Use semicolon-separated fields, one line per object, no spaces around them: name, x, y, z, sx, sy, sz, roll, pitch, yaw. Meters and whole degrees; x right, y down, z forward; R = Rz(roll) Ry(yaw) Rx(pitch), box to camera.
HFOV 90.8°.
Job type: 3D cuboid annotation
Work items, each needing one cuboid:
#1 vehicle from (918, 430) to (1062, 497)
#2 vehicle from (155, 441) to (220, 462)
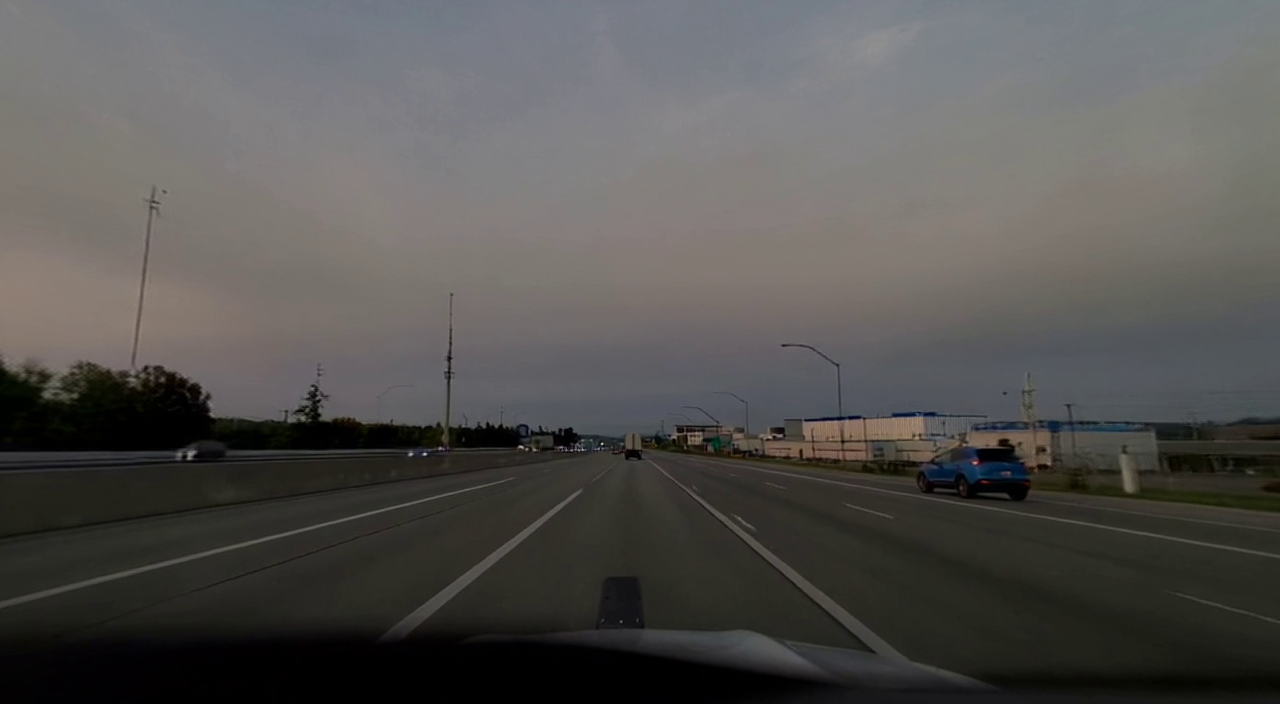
vehicle;13.493;4.343;24.889;2.411;2.326;5.300;0;-9;-3
vehicle;-34.113;7.499;47.675;1.826;1.521;4.192;0;-9;-2
